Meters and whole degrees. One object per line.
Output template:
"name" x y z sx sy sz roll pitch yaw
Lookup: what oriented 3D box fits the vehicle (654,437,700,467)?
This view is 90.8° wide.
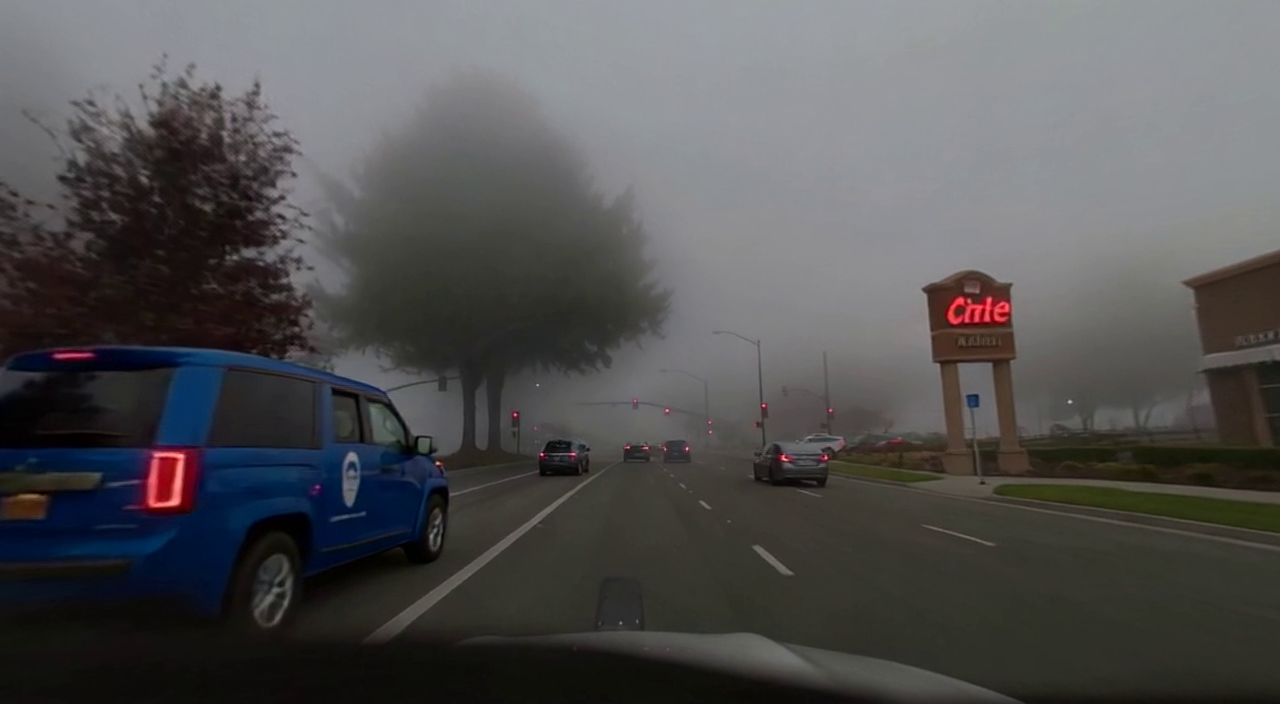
"vehicle" 2.495 6.539 41.479 2.209 1.806 4.689 -2 -9 12

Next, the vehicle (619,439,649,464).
"vehicle" -0.473 7.508 47.660 2.130 1.725 4.223 0 -9 -1

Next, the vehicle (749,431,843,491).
"vehicle" 4.691 3.347 19.645 1.869 1.646 4.166 0 -9 1

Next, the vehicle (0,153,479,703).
"vehicle" -3.542 0.819 5.904 2.443 2.784 5.862 0 -9 1

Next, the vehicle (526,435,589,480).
"vehicle" -3.368 4.434 26.656 2.030 1.724 4.365 0 -9 1
